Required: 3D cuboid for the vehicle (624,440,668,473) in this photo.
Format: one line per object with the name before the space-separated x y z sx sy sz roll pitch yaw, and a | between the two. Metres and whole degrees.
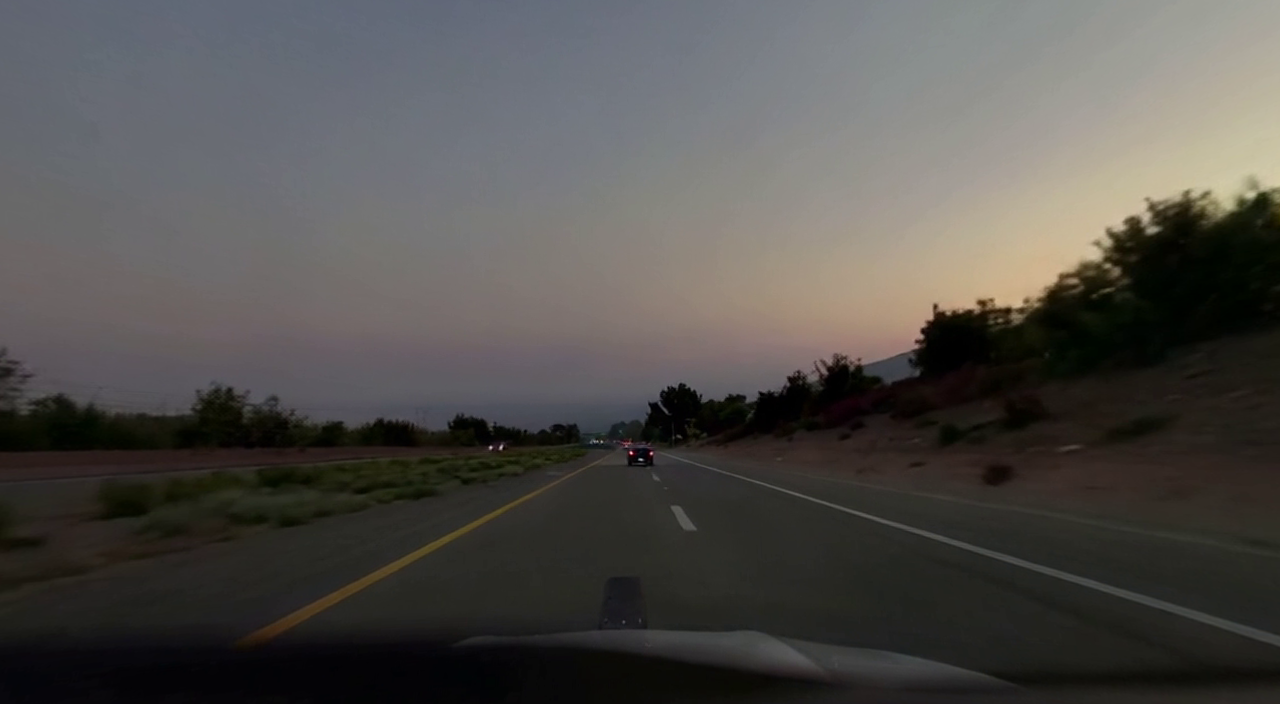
vehicle | 0.223 5.160 31.345 1.991 1.475 4.302 0 -8 -2
